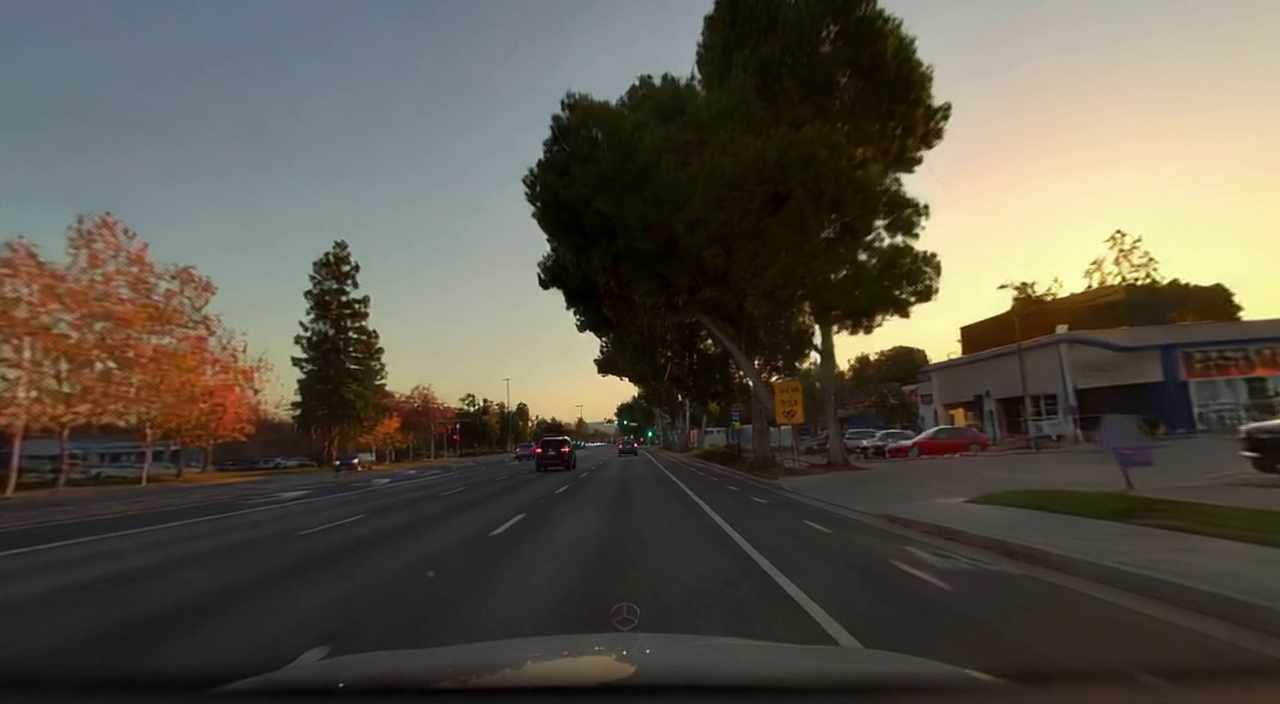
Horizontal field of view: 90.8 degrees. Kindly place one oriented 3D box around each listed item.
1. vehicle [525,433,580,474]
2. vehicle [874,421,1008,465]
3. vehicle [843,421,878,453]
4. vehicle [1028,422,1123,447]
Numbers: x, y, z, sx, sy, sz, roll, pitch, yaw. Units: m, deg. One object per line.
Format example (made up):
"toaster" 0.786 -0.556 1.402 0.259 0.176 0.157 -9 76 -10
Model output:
"vehicle" -4.036 4.779 29.933 1.985 1.772 4.479 0 -8 0
"vehicle" 12.874 3.909 27.265 4.612 1.491 2.061 -5 -7 1
"vehicle" 14.015 5.420 40.239 1.876 1.693 3.562 6 -5 19
"vehicle" 27.164 5.168 39.519 4.457 1.449 1.833 -1 -8 5
